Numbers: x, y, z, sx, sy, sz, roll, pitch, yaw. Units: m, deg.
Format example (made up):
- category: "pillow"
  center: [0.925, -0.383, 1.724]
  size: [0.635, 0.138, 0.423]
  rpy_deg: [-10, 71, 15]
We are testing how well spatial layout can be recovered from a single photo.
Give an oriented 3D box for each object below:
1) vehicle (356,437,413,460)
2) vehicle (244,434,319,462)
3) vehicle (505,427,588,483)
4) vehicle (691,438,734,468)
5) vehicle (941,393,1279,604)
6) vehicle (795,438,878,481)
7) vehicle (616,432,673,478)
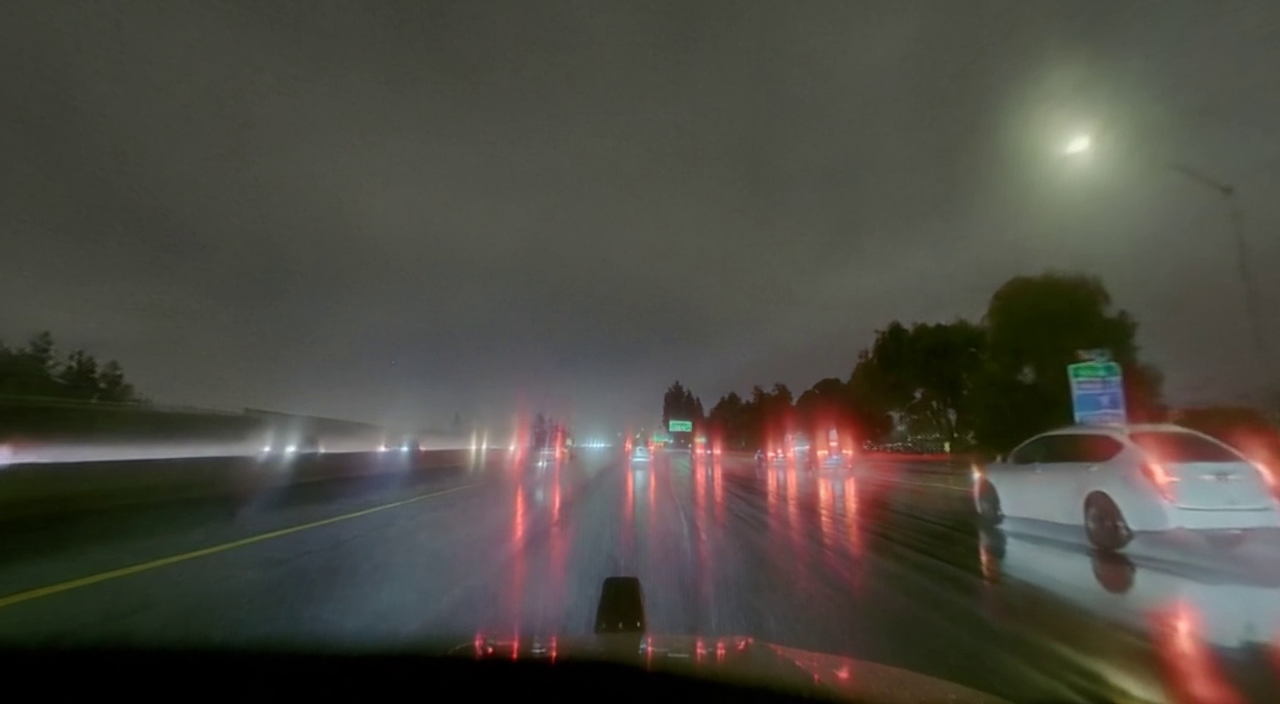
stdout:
- category: "vehicle"
  center: [-18.039, 6.844, 44.734]
  size: [1.992, 1.524, 4.843]
  rpy_deg: [0, -9, 1]
- category: "vehicle"
  center: [-22.033, 5.940, 38.940]
  size: [1.907, 1.592, 4.469]
  rpy_deg: [0, -9, 1]
- category: "vehicle"
  center: [-3.219, 3.678, 22.782]
  size: [2.199, 1.777, 4.790]
  rpy_deg: [0, -9, 1]
- category: "vehicle"
  center: [4.312, 6.119, 38.133]
  size: [2.022, 1.682, 4.226]
  rpy_deg: [1, -9, -1]
- category: "vehicle"
  center: [5.675, 1.520, 7.421]
  size: [2.041, 1.669, 4.712]
  rpy_deg: [0, -9, 2]
- category: "vehicle"
  center: [7.751, 4.274, 25.242]
  size: [1.989, 1.569, 3.964]
  rpy_deg: [1, -9, -1]
- category: "vehicle"
  center: [0.188, 4.228, 26.134]
  size: [2.181, 1.728, 3.970]
  rpy_deg: [0, -9, 0]
